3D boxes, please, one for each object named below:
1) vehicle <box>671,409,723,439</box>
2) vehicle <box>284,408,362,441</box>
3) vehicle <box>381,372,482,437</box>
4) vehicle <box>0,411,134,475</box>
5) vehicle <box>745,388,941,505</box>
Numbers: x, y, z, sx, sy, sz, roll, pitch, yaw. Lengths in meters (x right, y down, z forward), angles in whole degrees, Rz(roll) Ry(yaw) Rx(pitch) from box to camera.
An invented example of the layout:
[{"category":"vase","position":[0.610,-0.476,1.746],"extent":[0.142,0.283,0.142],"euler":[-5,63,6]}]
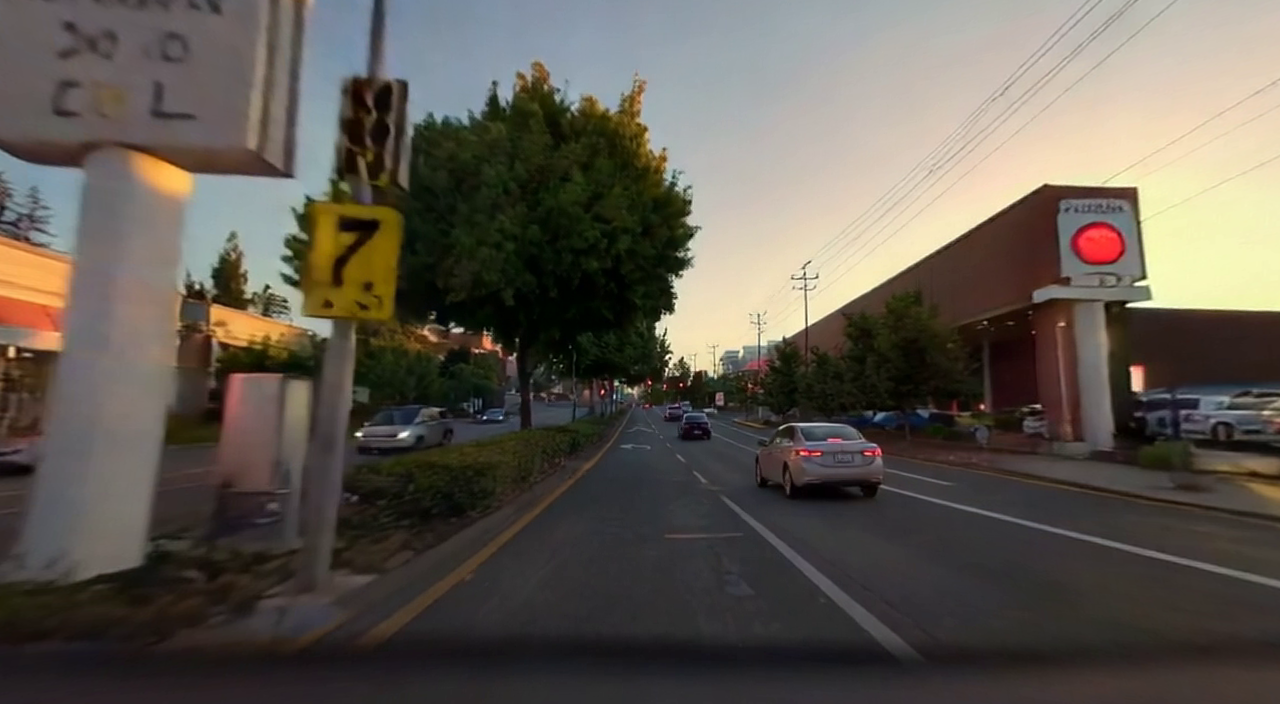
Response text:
[{"category":"vehicle","position":[2.923,3.871,33.497],"extent":[2.282,1.458,4.362],"euler":[0,-9,-1]},{"category":"vehicle","position":[-17.890,4.188,35.756],"extent":[2.082,1.703,4.402],"euler":[0,-8,0]},{"category":"vehicle","position":[-13.741,3.828,42.769],"extent":[3.043,3.645,10.929],"euler":[0,-9,0]},{"category":"vehicle","position":[-17.820,2.702,18.551],"extent":[2.079,1.672,4.333],"euler":[0,-9,2]},{"category":"vehicle","position":[3.273,1.669,11.211],"extent":[1.999,1.679,4.217],"euler":[0,-8,-1]}]
